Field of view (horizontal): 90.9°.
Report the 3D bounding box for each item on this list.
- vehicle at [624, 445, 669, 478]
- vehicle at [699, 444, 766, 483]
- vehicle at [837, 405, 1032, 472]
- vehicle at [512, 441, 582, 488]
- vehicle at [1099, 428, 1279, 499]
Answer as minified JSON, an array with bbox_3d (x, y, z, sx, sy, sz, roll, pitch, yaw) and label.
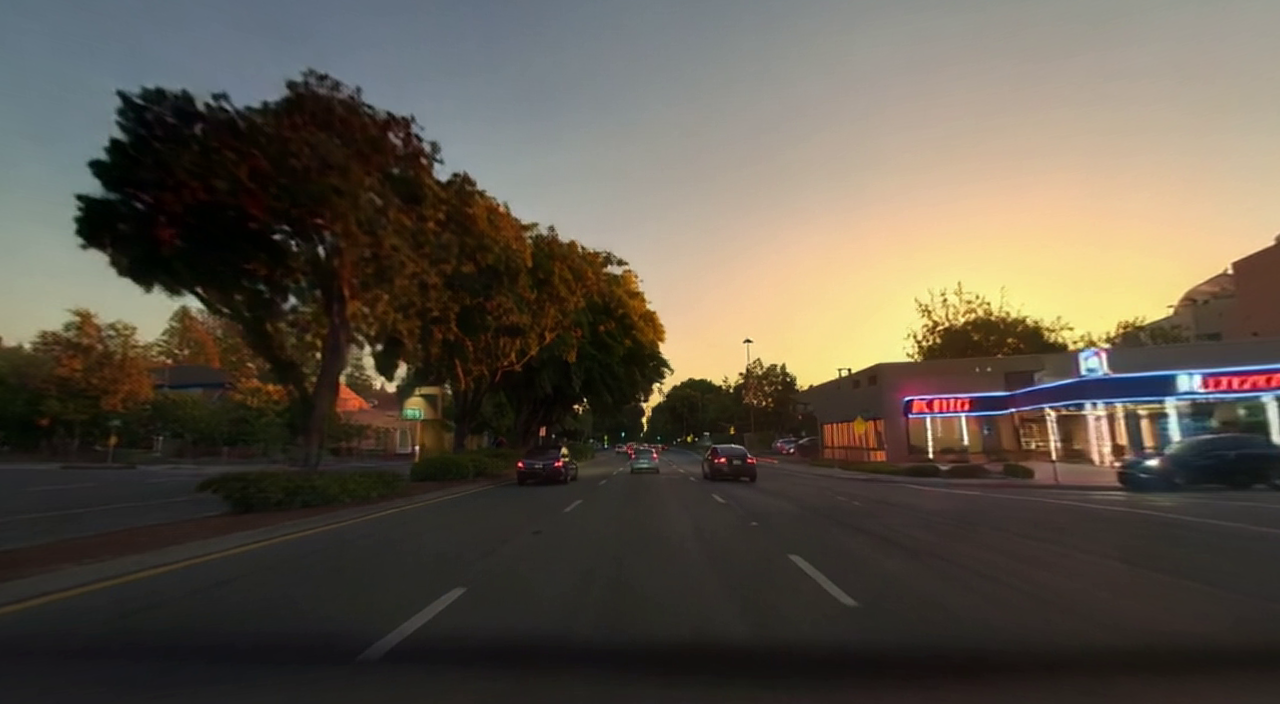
[{"bbox_3d":[0.282,5.334,31.108,2.059,1.477,4.216,0,-8,0],"label":"vehicle"},{"bbox_3d":[3.723,4.543,26.141,2.012,1.462,4.400,0,-8,-1],"label":"vehicle"},{"bbox_3d":[14.853,4.490,32.417,8.343,3.028,3.002,-2,-9,3],"label":"vehicle"},{"bbox_3d":[-3.440,4.244,24.123,1.995,1.607,4.086,0,-8,1],"label":"vehicle"},{"bbox_3d":[14.634,2.740,15.713,4.578,1.620,2.047,-2,-9,12],"label":"vehicle"}]
